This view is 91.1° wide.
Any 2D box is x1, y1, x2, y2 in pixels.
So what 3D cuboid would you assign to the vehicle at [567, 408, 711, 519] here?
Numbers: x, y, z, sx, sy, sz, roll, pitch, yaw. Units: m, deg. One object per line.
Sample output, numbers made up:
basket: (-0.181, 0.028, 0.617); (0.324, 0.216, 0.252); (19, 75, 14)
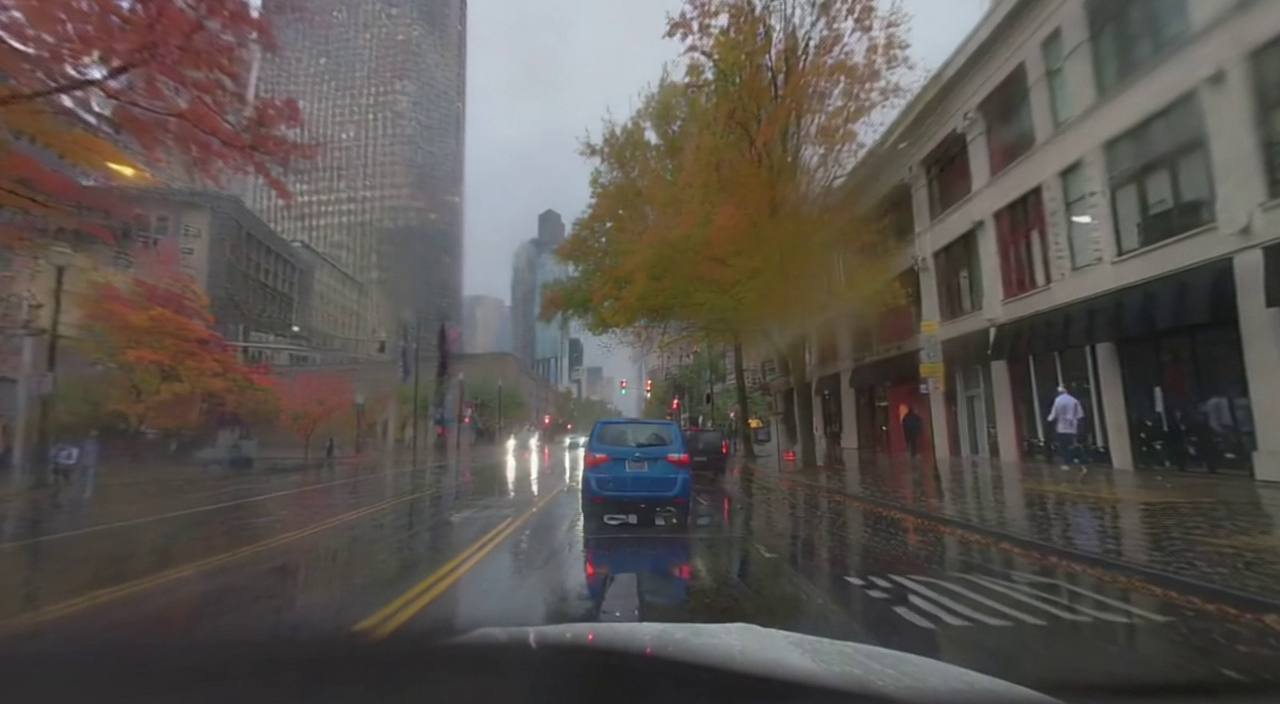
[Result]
vehicle: (-0.055, 2.037, 12.021); (2.274, 1.736, 4.083); (0, -8, -1)
